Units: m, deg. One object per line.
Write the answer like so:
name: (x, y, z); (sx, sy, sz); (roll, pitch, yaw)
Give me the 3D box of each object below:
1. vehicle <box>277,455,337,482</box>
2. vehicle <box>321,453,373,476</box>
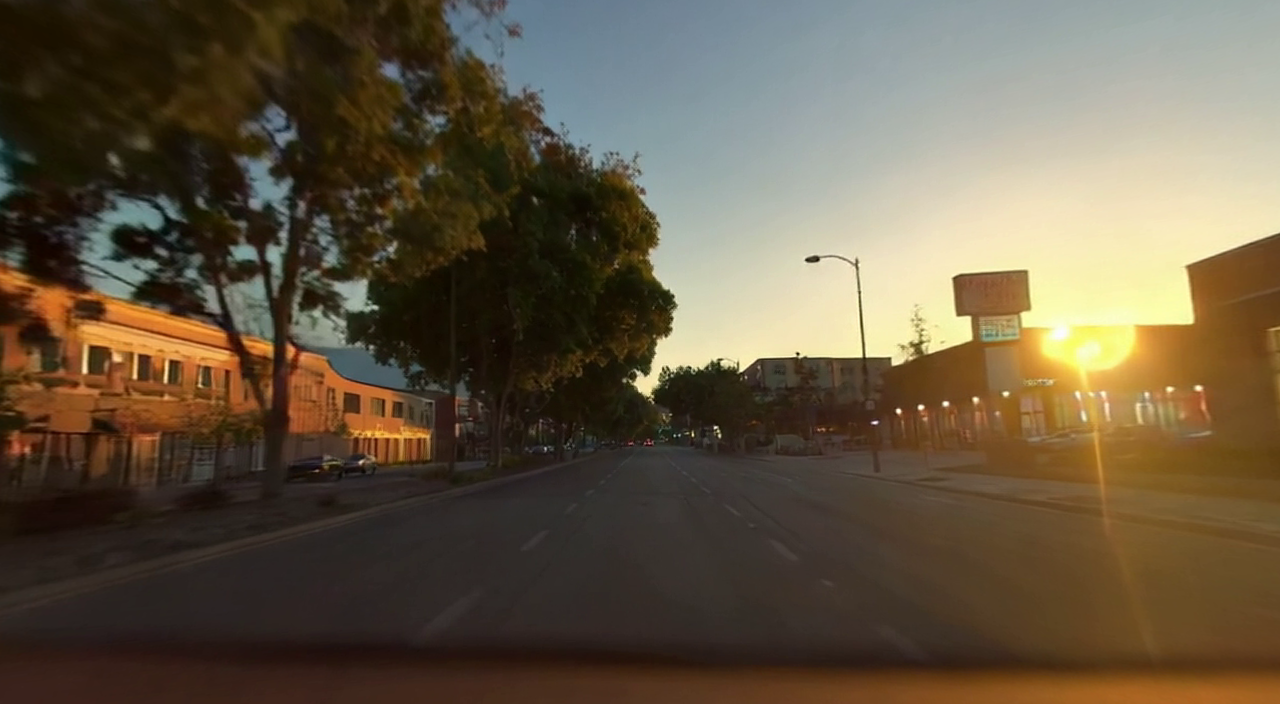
vehicle: (-21.996, 7.664, 41.760); (1.883, 1.546, 3.930); (-1, -8, -1)
vehicle: (-21.779, 8.353, 47.043); (1.820, 1.481, 4.325); (-3, -9, 1)
